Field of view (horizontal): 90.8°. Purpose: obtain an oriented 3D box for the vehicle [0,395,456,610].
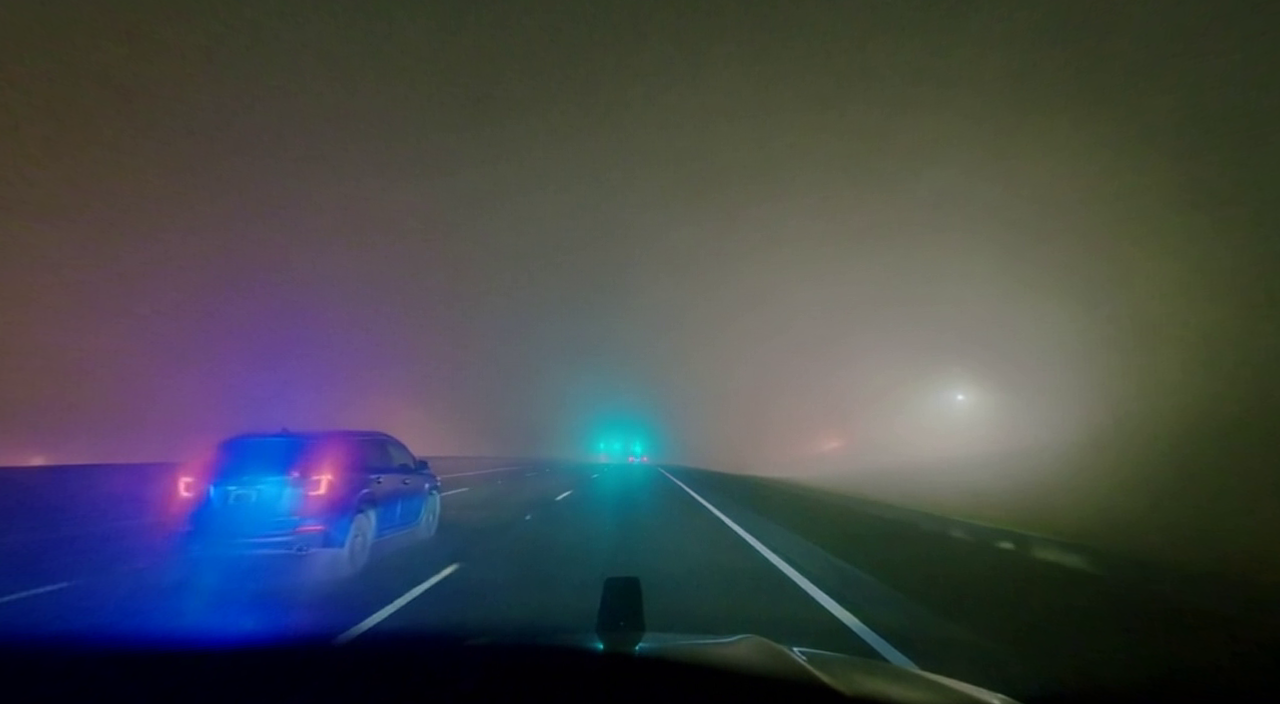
[{"bbox_3d":[-4.193,1.623,7.803,2.272,1.759,5.058,0,-9,0],"label":"vehicle"}]
